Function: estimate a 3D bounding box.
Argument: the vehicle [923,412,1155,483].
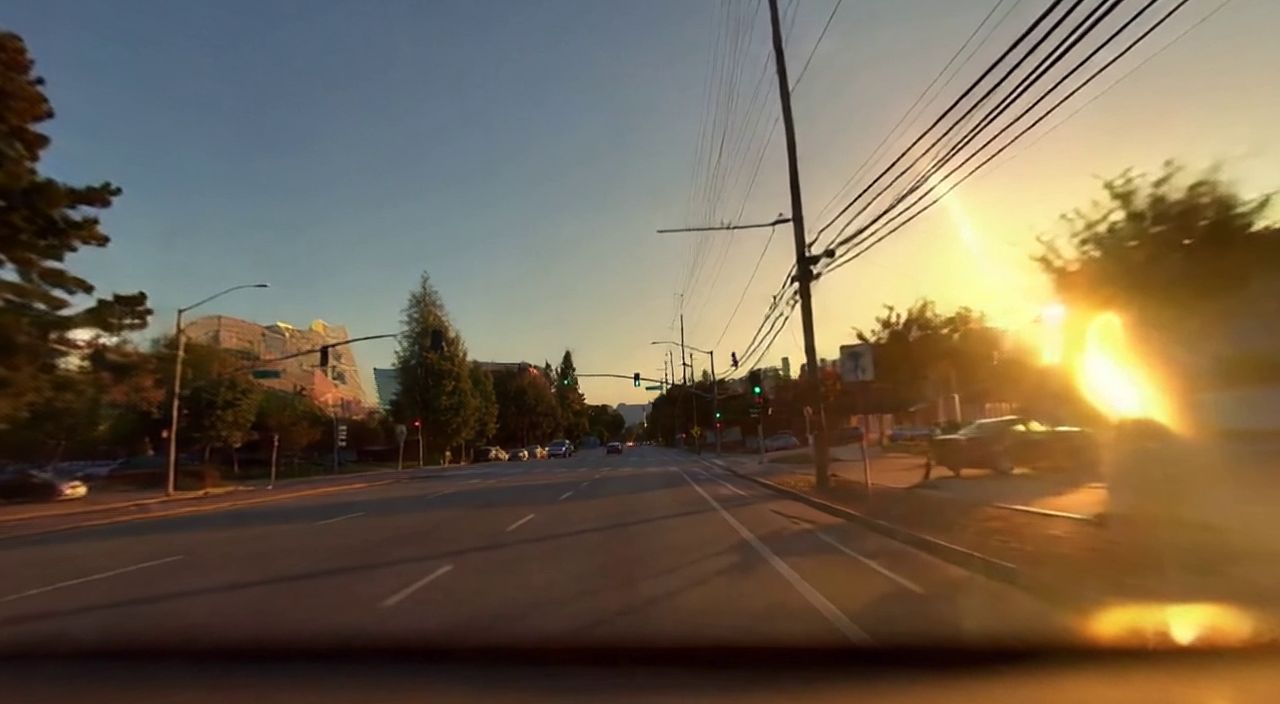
[{"bbox_3d":[10.475,2.532,16.839,4.765,1.738,2.101,0,-8,-2],"label":"vehicle"}]
